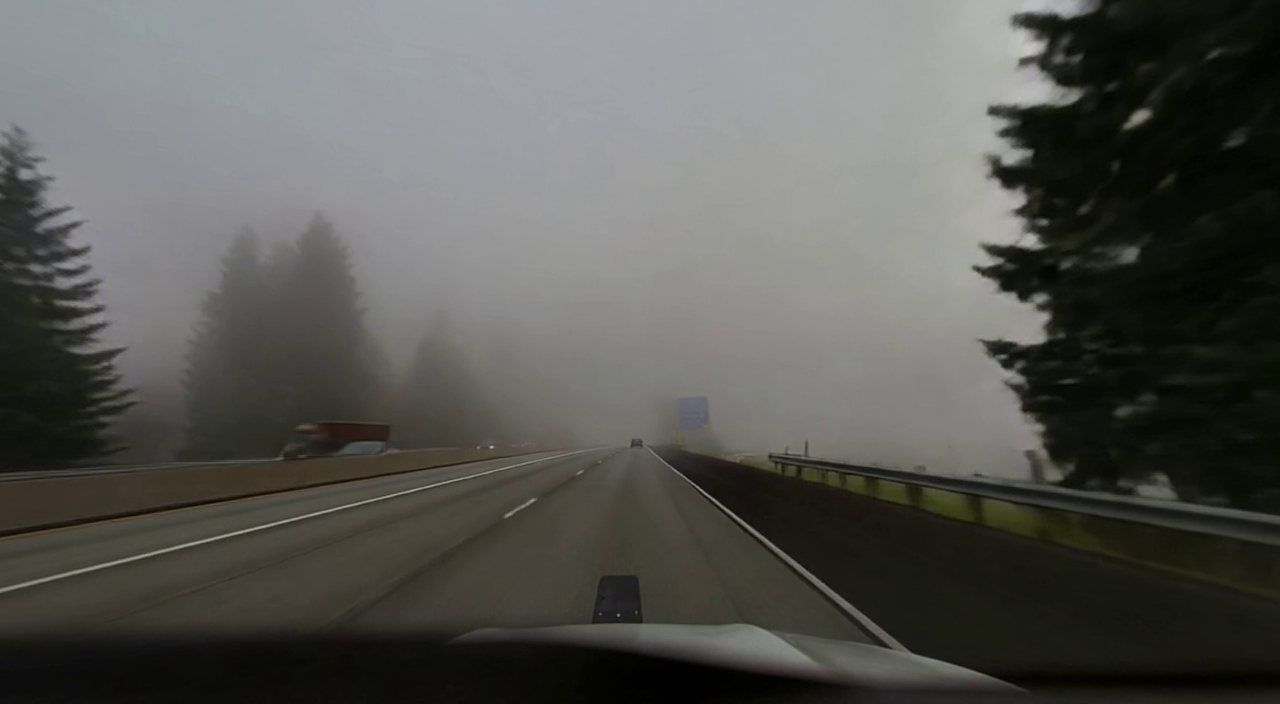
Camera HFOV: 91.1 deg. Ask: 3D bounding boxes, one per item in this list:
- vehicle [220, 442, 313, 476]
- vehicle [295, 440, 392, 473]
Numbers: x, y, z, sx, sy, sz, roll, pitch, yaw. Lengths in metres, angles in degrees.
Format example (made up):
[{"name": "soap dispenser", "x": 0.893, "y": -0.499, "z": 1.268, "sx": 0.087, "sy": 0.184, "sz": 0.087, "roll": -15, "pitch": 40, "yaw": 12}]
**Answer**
[{"name": "vehicle", "x": -17.935, "y": 5.121, "z": 30.474, "sx": 1.979, "sy": 1.497, "sz": 4.154, "roll": 0, "pitch": -8, "yaw": -1}, {"name": "vehicle", "x": -13.808, "y": 4.848, "z": 29.697, "sx": 2.081, "sy": 1.380, "sz": 5.160, "roll": 0, "pitch": -8, "yaw": 0}]
